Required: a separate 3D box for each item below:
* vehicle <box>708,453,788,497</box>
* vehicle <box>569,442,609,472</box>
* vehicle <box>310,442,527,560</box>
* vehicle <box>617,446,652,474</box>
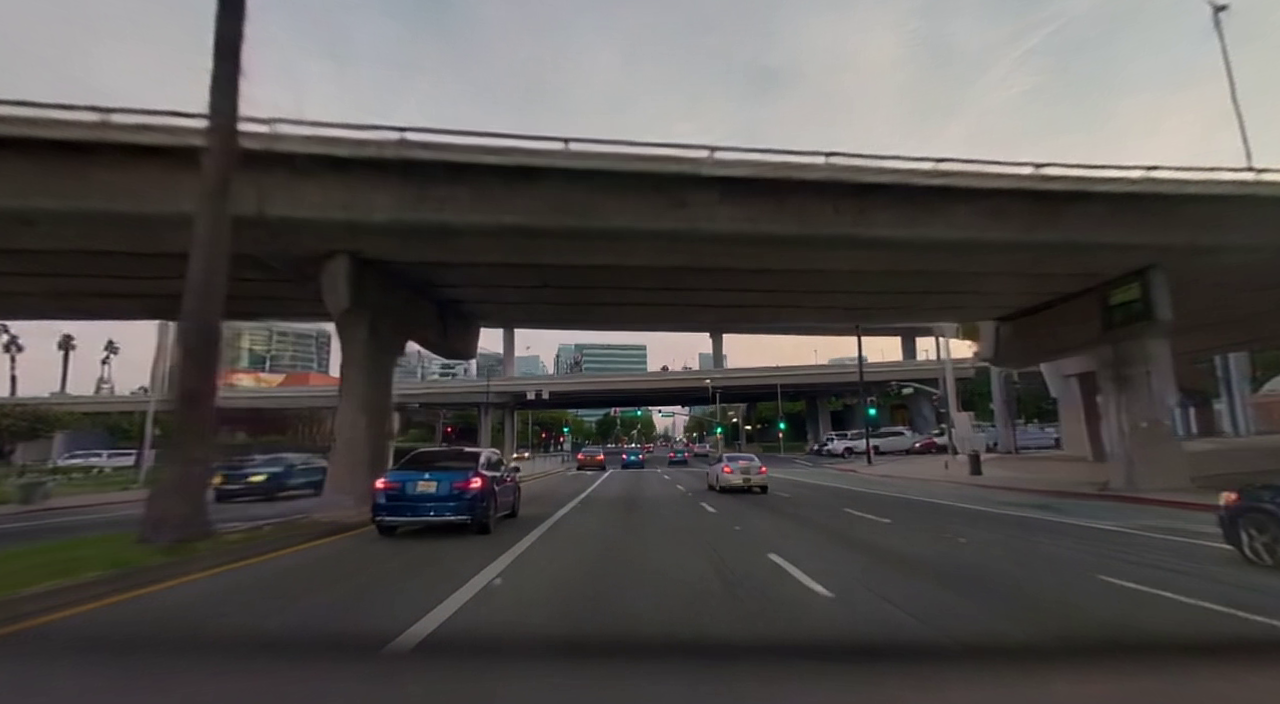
[{"bbox_3d":[3.831,4.445,23.095,2.156,1.404,4.120,0,-9,-1],"label":"vehicle"},{"bbox_3d":[-3.641,7.644,45.976,2.485,2.012,5.498,0,-9,0],"label":"vehicle"},{"bbox_3d":[-3.229,2.231,10.186,2.111,1.506,4.018,0,-9,-1],"label":"vehicle"},{"bbox_3d":[-0.375,7.131,41.710,2.172,1.694,4.055,0,-9,0],"label":"vehicle"}]
